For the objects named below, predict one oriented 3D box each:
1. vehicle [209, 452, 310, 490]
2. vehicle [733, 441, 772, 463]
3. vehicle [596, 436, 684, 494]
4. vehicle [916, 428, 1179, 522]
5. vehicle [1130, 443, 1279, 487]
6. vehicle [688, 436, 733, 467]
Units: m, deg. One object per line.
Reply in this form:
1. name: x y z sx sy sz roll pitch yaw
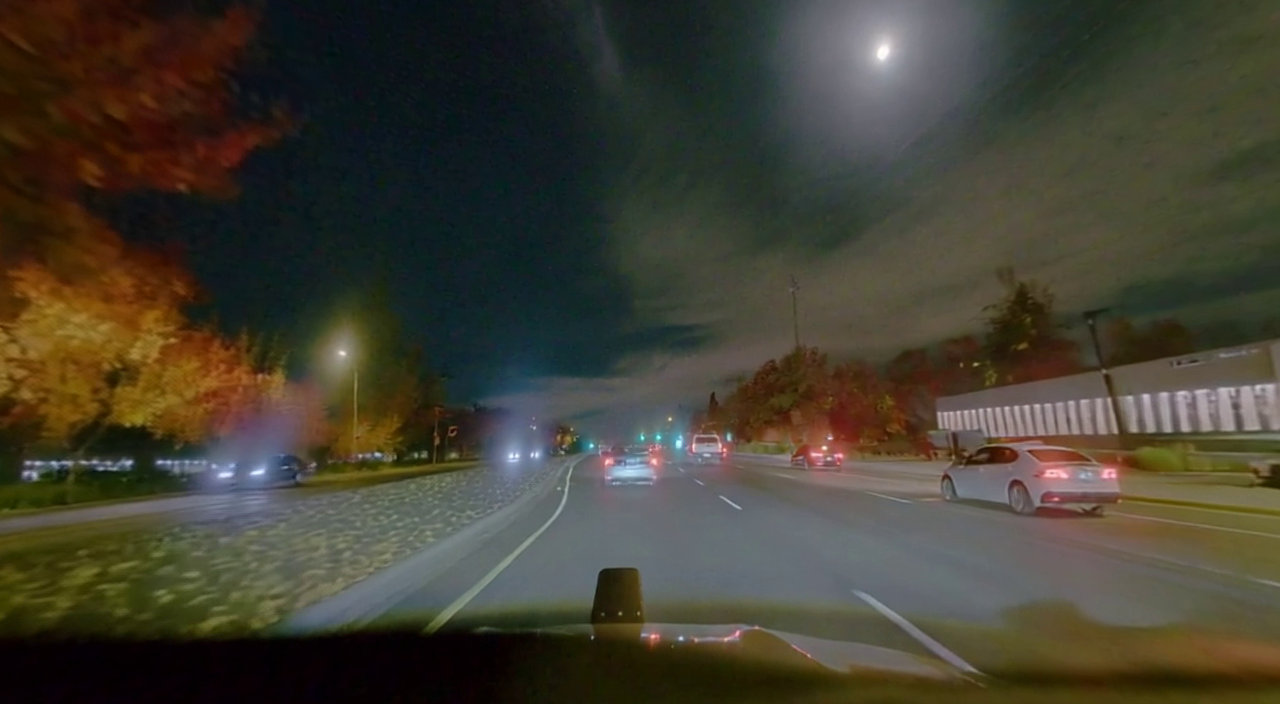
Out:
1. vehicle: -20.022 6.258 33.571 2.277 1.777 4.993 0 -9 0
2. vehicle: 7.947 7.116 45.042 2.061 1.460 3.948 0 -9 0
3. vehicle: -0.008 3.282 18.705 2.289 1.471 4.477 0 -9 0
4. vehicle: 7.642 2.344 12.606 2.111 1.493 4.639 0 -9 -1
5. vehicle: 21.105 4.084 23.203 2.307 1.446 4.863 0 -9 -1
6. vehicle: 4.138 5.930 37.816 2.188 1.760 4.297 0 -9 -1
